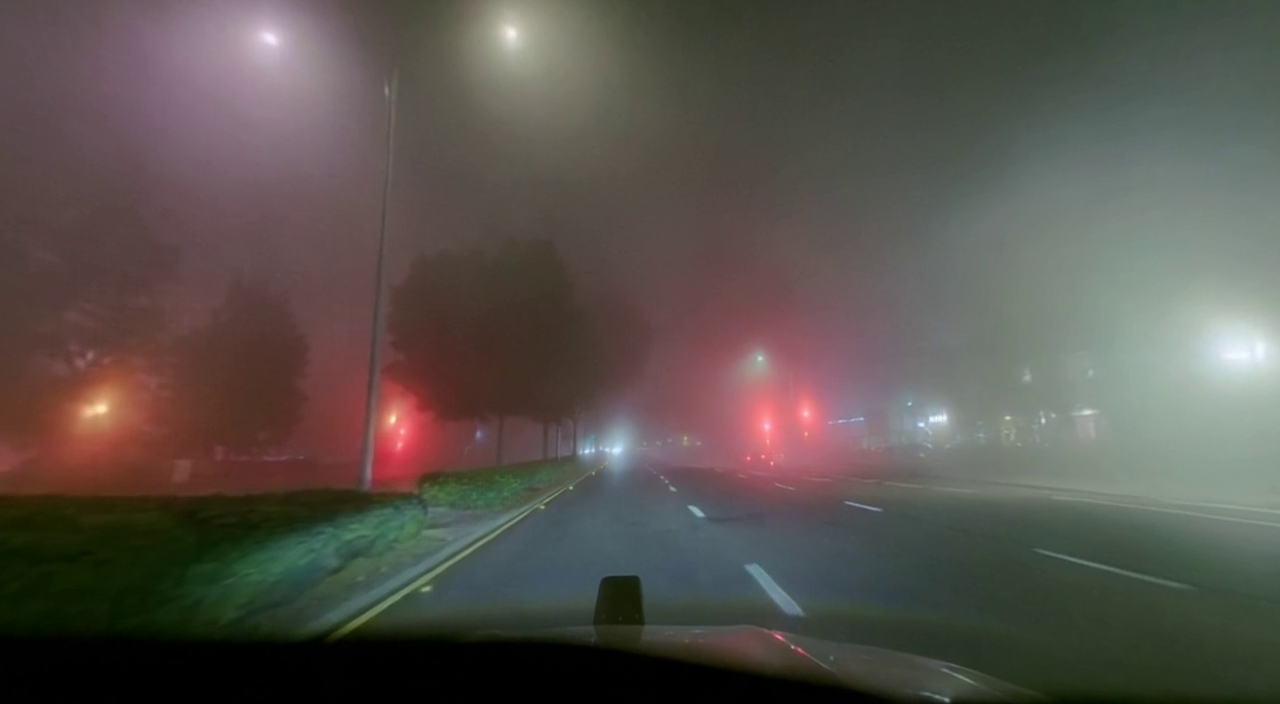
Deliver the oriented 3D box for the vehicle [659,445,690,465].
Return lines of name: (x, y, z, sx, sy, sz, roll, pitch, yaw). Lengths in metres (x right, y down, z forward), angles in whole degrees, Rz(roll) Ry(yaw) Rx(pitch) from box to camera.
vehicle: (2.679, 8.086, 49.841, 1.913, 1.473, 4.360, 0, -9, -4)
